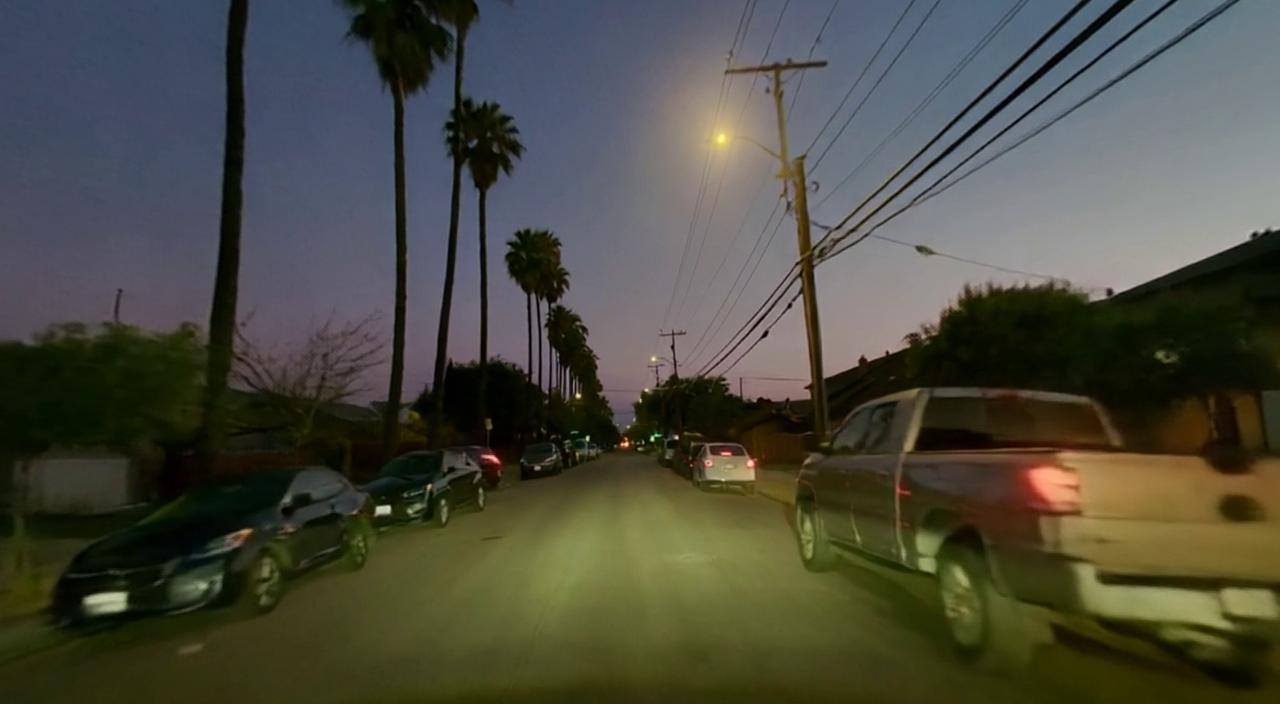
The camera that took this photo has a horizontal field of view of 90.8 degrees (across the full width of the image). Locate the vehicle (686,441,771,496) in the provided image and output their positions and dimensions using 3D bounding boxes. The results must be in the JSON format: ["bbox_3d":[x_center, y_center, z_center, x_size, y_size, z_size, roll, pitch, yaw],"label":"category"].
[{"bbox_3d":[2.526,3.427,19.018,1.881,1.460,4.007,0,-8,-2],"label":"vehicle"}]

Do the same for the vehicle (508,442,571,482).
[{"bbox_3d":[-4.516,5.019,29.134,2.123,1.636,4.481,0,-8,0],"label":"vehicle"}]

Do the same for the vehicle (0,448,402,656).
[{"bbox_3d":[-4.144,1.792,6.743,1.782,1.487,3.974,0,-8,-2],"label":"vehicle"}]

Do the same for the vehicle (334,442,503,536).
[{"bbox_3d":[-4.253,2.674,13.085,1.814,1.548,4.802,0,-8,-1],"label":"vehicle"}]

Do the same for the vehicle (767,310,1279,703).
[{"bbox_3d":[2.858,1.163,5.566,2.292,1.981,5.277,0,-8,-1],"label":"vehicle"}]
